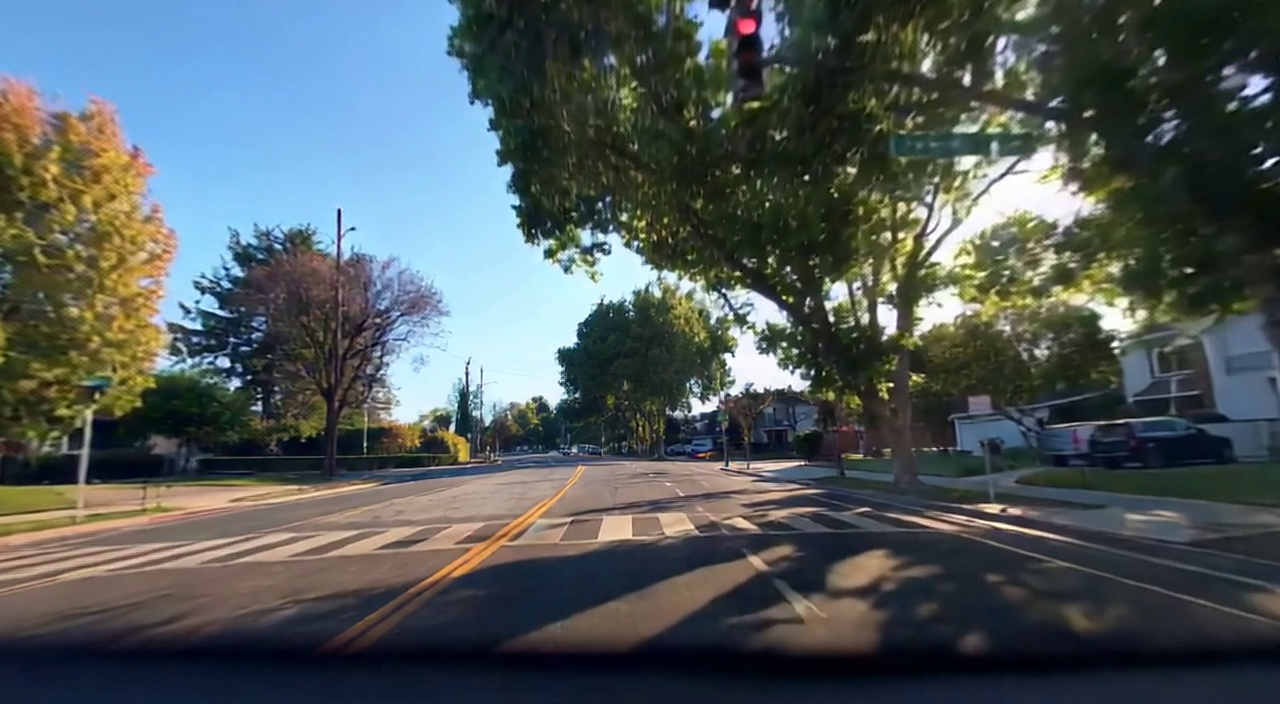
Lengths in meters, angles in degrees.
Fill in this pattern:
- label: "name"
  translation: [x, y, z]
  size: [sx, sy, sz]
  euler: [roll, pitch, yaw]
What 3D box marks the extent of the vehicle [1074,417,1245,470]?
- label: "vehicle"
  translation: [18.484, 3.251, 22.581]
  size: [4.631, 1.757, 2.026]
  euler: [1, -9, -10]
